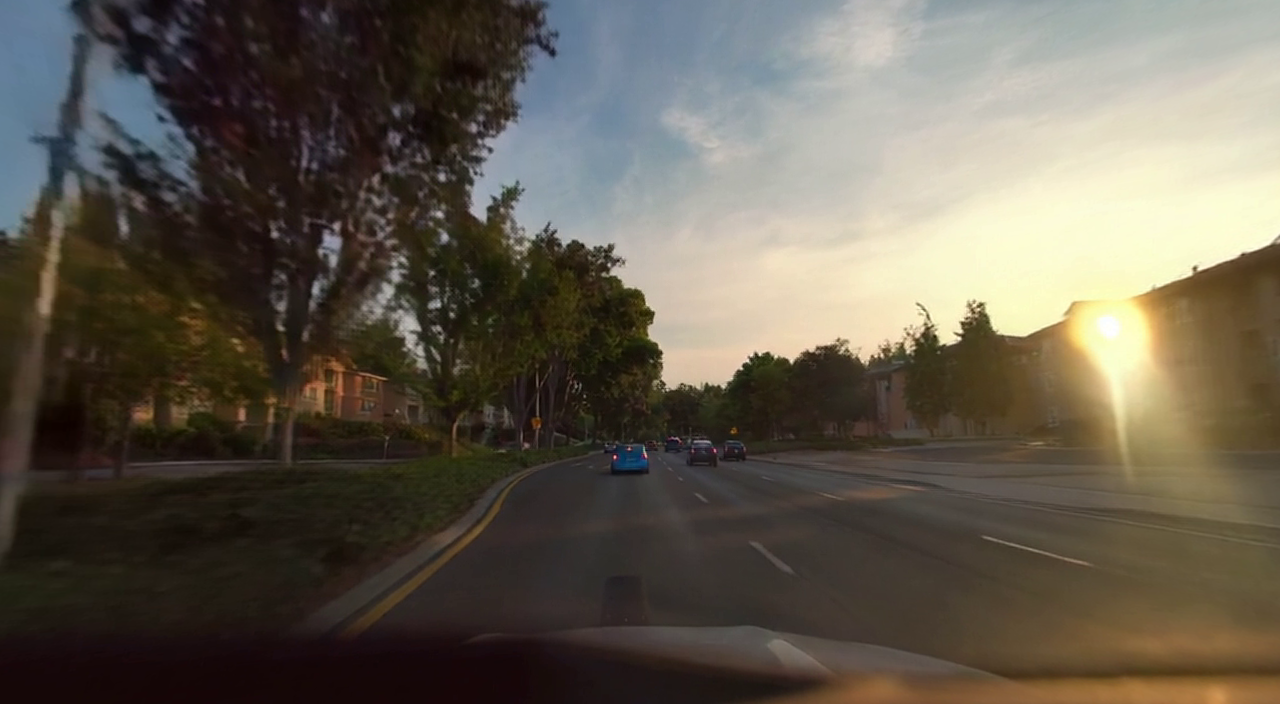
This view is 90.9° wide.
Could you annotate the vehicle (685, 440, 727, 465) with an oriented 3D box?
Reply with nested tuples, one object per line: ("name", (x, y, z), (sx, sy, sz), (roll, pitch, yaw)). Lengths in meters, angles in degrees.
("vehicle", (4.148, 6.454, 40.521), (2.067, 1.514, 4.188), (0, -8, -3))

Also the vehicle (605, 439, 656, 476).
("vehicle", (-0.389, 4.633, 27.931), (2.102, 1.481, 3.907), (0, -8, 0))

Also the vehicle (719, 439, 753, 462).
("vehicle", (7.414, 7.660, 49.263), (1.972, 1.700, 4.269), (0, -8, 0))
